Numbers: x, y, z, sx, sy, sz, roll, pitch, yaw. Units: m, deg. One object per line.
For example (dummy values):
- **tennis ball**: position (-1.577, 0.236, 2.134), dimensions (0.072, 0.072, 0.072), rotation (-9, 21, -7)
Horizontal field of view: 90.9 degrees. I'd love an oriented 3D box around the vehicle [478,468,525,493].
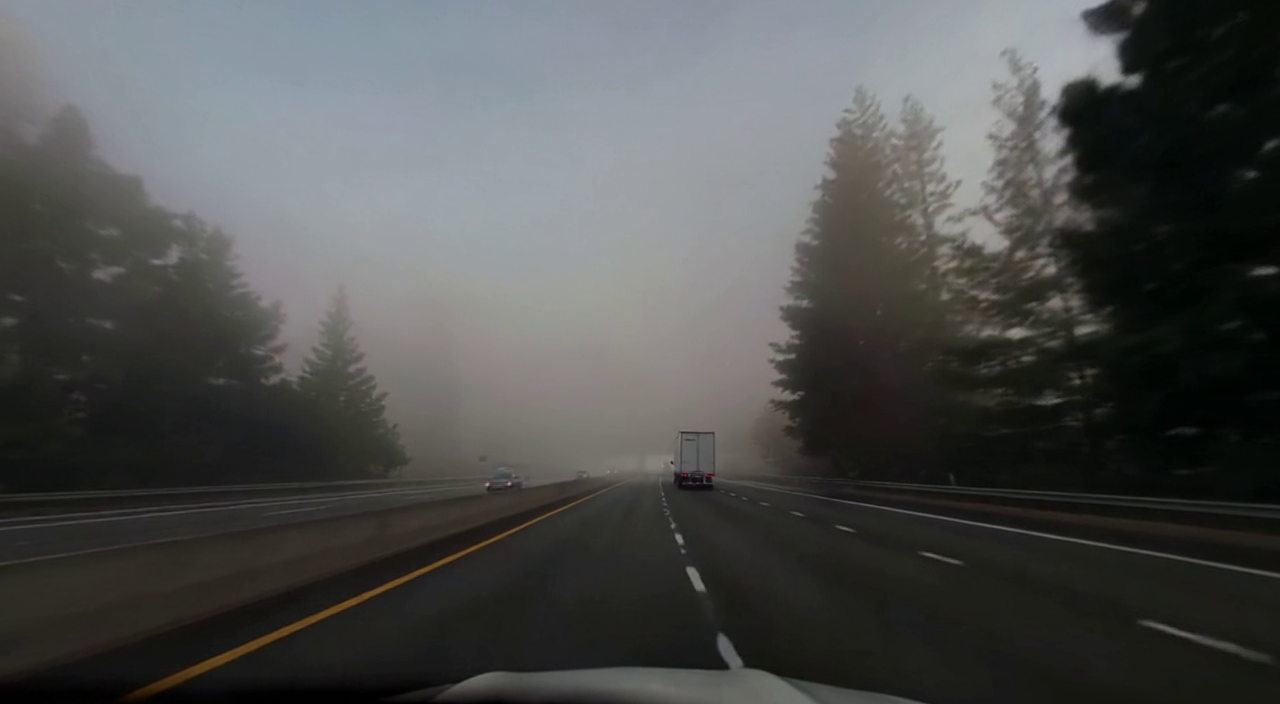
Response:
- **vehicle**: position (-9.059, 8.446, 41.550), dimensions (2.046, 1.536, 4.145), rotation (1, -11, 1)
